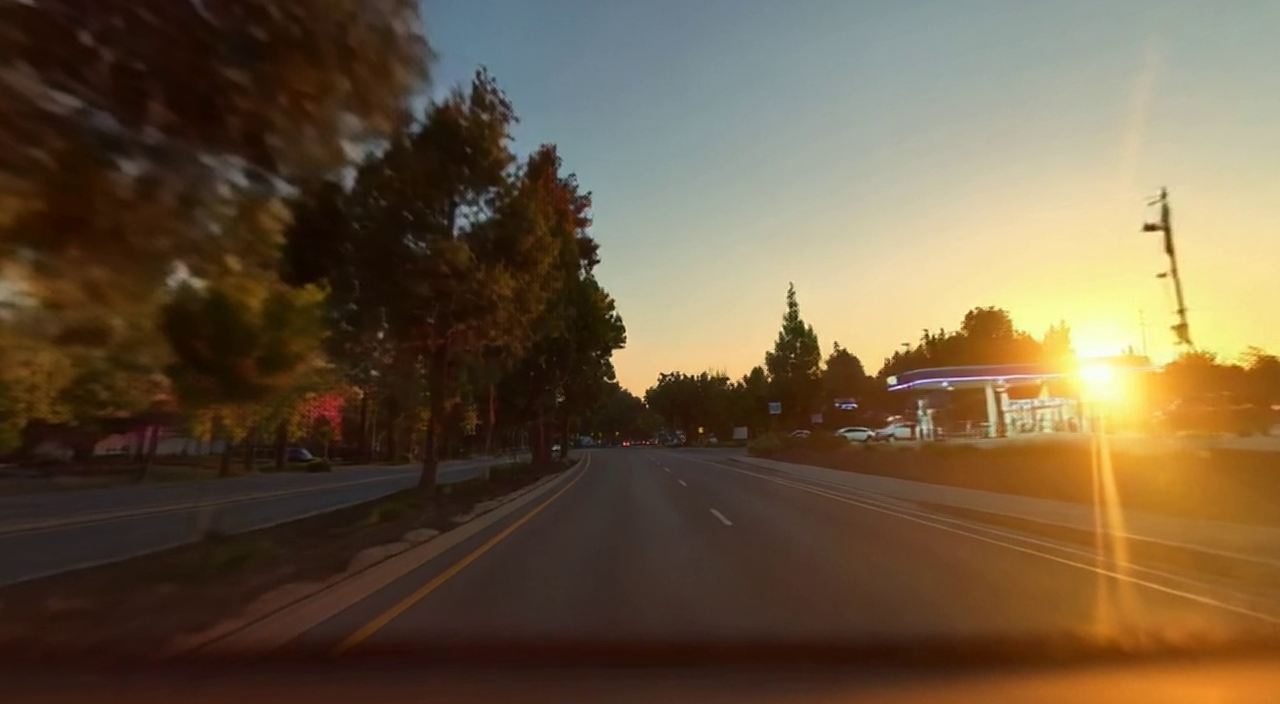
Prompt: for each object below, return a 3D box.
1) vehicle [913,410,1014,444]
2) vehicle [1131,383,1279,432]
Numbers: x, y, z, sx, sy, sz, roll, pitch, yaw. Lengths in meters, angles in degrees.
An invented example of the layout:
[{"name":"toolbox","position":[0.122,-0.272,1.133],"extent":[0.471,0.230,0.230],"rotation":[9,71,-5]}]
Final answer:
[{"name":"vehicle","position":[21.096,4.915,41.373],"extent":[5.483,1.801,2.202],"rotation":[4,-8,0]},{"name":"vehicle","position":[20.741,2.133,23.279],"extent":[1.828,1.483,4.251],"rotation":[1,-9,-1]}]
